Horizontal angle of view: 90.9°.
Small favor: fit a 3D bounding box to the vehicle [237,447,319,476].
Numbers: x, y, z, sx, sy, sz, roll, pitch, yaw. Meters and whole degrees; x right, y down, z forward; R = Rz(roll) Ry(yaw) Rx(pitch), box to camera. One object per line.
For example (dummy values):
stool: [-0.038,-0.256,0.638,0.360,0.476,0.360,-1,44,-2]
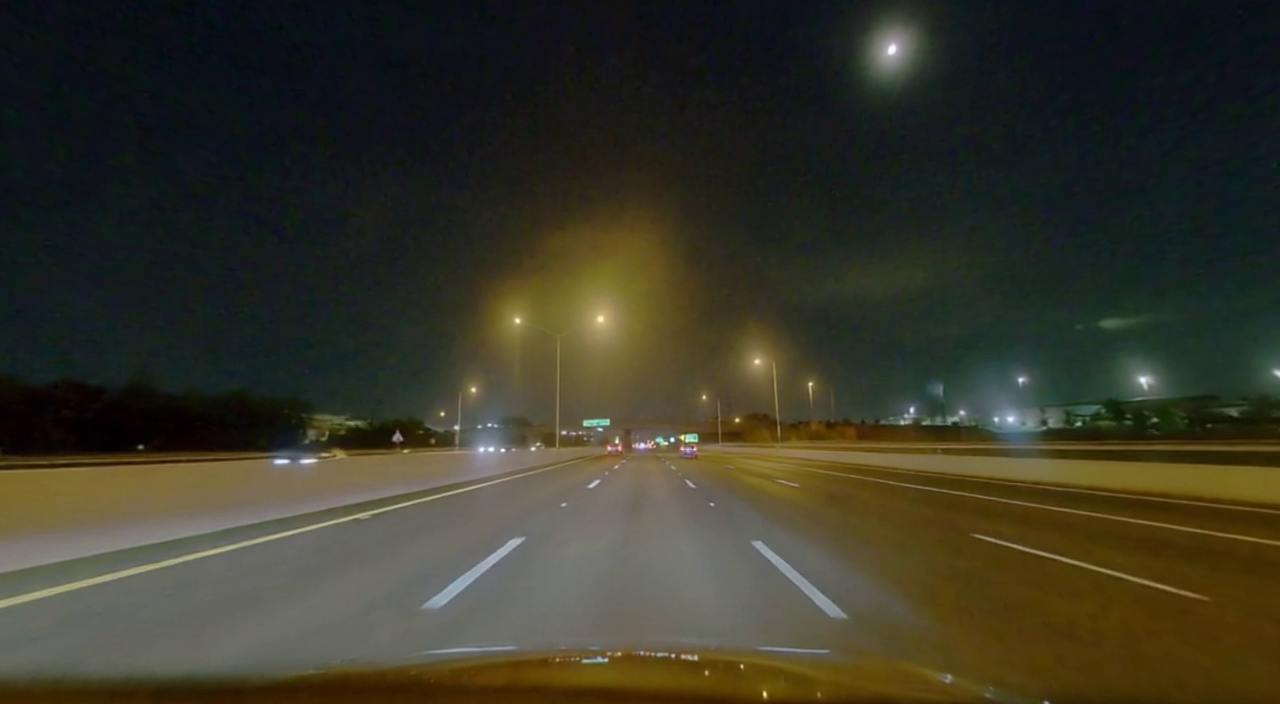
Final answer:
vehicle: [-18.612,5.621,32.631,1.915,1.403,3.739,0,-8,1]
